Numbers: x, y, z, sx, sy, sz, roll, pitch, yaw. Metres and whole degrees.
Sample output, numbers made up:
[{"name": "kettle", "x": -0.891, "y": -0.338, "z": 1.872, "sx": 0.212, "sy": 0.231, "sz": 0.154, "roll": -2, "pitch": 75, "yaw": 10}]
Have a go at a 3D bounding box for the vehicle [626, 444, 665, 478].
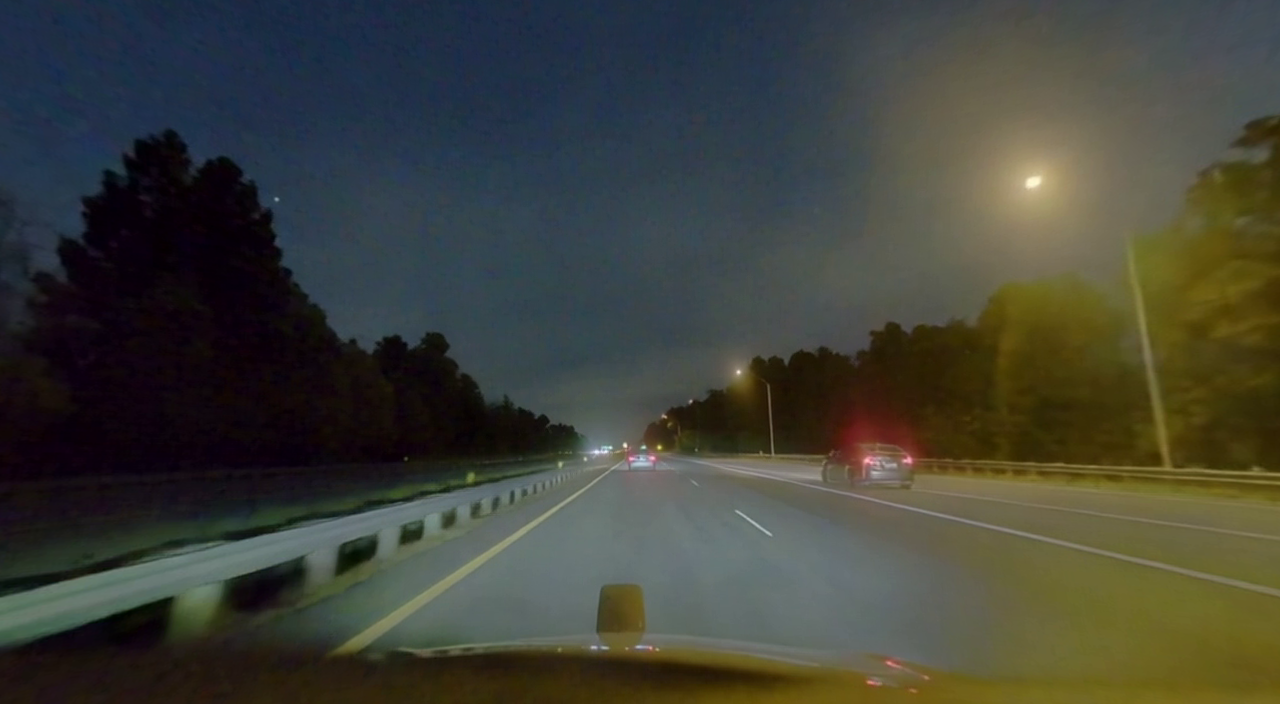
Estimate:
[{"name": "vehicle", "x": 0.256, "y": 5.802, "z": 33.753, "sx": 1.987, "sy": 1.658, "sz": 3.620, "roll": 0, "pitch": -9, "yaw": -1}]
